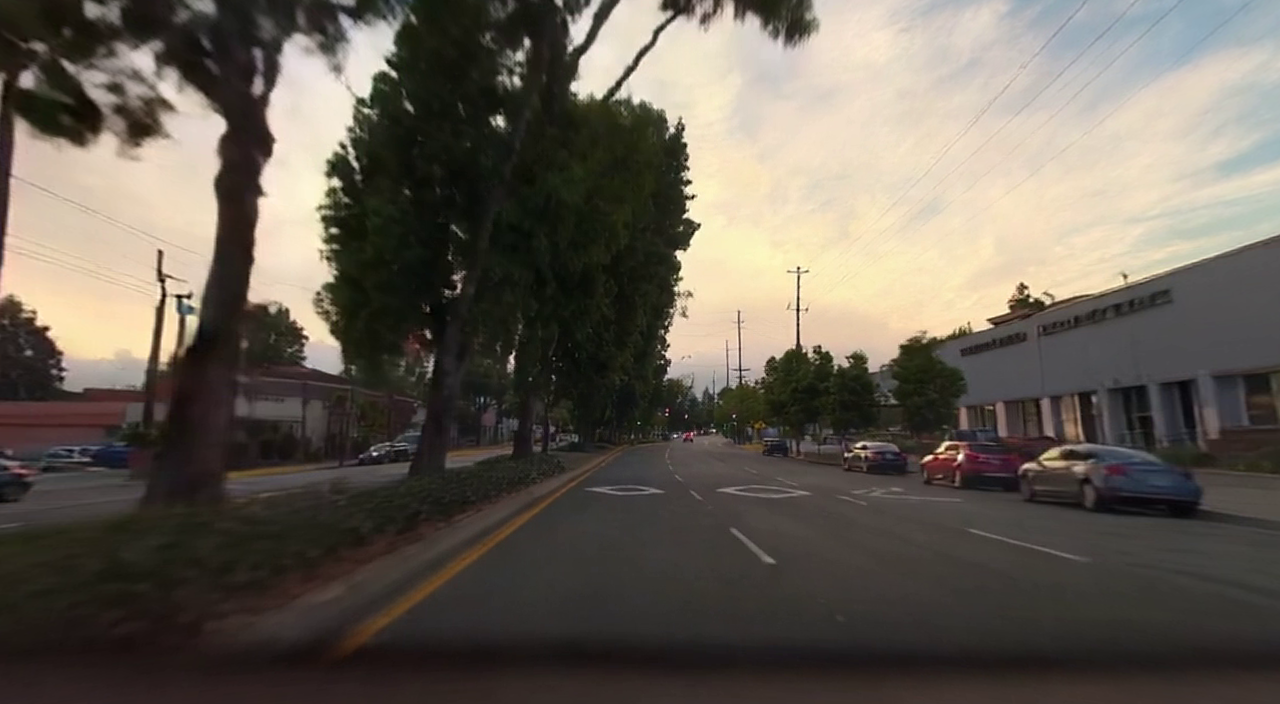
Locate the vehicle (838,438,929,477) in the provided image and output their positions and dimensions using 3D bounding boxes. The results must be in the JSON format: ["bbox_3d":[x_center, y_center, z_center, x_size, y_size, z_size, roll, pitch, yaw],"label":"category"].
[{"bbox_3d":[9.970,4.360,26.297,1.926,1.464,4.436,0,-9,-1],"label":"vehicle"}]

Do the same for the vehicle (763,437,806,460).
[{"bbox_3d":[10.200,6.848,44.804,1.919,1.546,4.730,0,-9,0],"label":"vehicle"}]

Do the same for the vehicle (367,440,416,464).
[{"bbox_3d":[-19.152,7.705,48.949,1.966,1.753,4.634,0,-9,-1],"label":"vehicle"}]

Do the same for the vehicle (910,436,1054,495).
[{"bbox_3d":[9.771,3.266,18.532,1.726,1.486,4.394,0,-9,-1],"label":"vehicle"}]

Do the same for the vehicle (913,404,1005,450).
[{"bbox_3d":[19.060,4.588,38.171,2.179,2.441,5.974,-3,-8,-2],"label":"vehicle"}]

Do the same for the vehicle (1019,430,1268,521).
[{"bbox_3d":[10.057,2.472,13.120,1.901,1.586,3.903,0,-9,-1],"label":"vehicle"}]
